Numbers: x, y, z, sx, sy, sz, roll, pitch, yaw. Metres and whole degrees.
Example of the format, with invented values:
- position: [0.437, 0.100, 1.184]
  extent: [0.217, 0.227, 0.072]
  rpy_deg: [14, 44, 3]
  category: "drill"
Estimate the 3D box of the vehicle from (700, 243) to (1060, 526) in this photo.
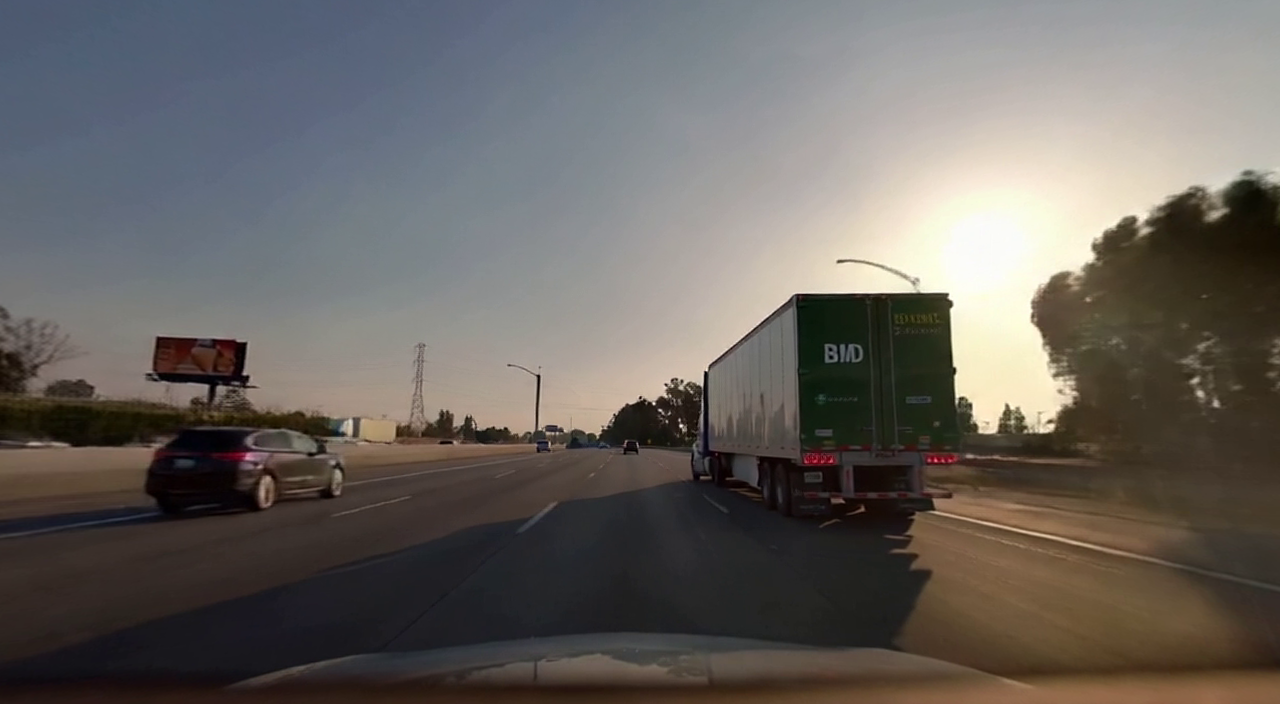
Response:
- position: [3.995, 1.493, 16.267]
  extent: [2.891, 3.944, 15.051]
  rpy_deg: [0, -8, -2]
  category: "vehicle"

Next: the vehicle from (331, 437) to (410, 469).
- position: [-14.630, 5.513, 34.683]
  extent: [1.970, 1.618, 5.364]
  rpy_deg: [0, -8, 0]
  category: "vehicle"

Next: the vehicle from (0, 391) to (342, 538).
- position: [-7.439, 1.832, 10.826]
  extent: [2.100, 1.905, 5.119]
  rpy_deg: [0, -8, 0]
  category: "vehicle"
